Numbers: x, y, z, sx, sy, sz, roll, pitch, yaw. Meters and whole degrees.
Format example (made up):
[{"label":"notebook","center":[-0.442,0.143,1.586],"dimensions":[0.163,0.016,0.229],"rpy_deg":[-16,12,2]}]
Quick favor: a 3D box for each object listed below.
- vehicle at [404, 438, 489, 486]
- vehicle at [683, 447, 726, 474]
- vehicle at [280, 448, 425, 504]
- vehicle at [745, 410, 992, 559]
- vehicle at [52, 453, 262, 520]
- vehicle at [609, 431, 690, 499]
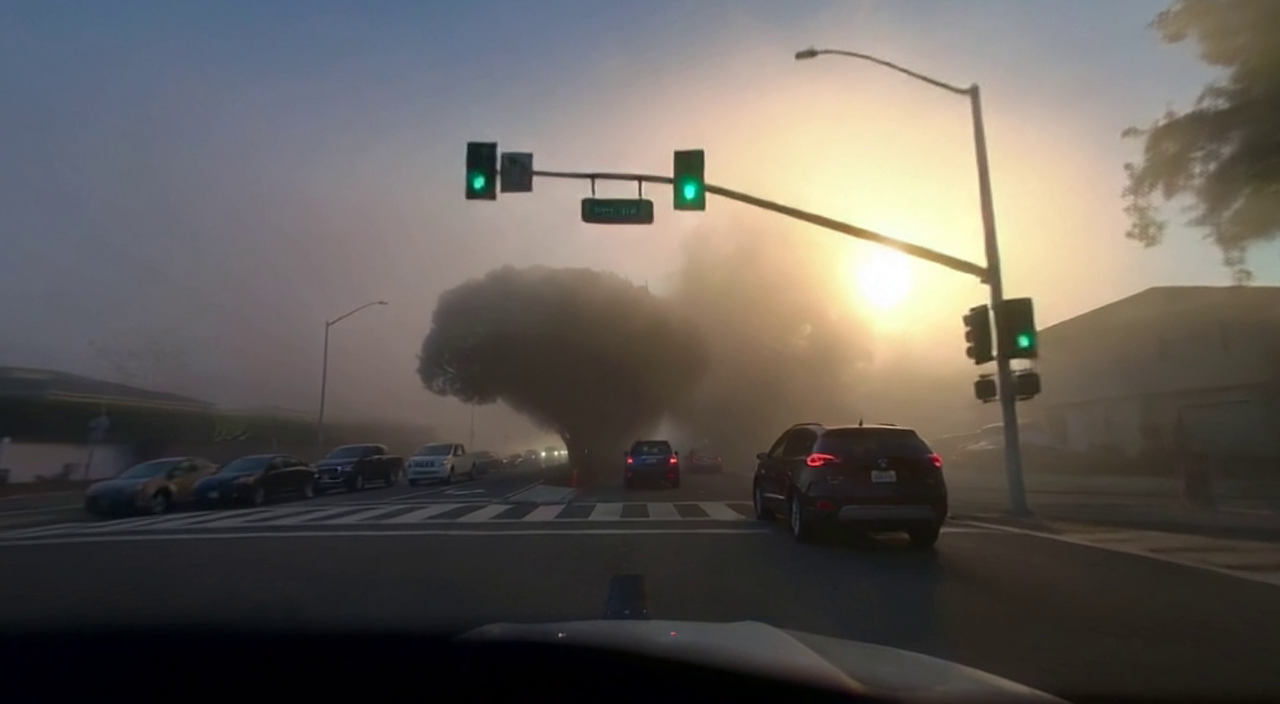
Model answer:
[{"label":"vehicle","center":[-8.487,4.839,28.153],"dimensions":[2.182,1.939,4.889],"rpy_deg":[0,-8,1]},{"label":"vehicle","center":[3.814,6.457,37.879],"dimensions":[2.096,1.489,4.757],"rpy_deg":[0,-8,0]},{"label":"vehicle","center":[-8.340,3.627,18.904],"dimensions":[2.083,1.420,4.702],"rpy_deg":[0,-8,1]},{"label":"vehicle","center":[3.175,1.944,9.969],"dimensions":[2.166,1.799,4.372],"rpy_deg":[0,-8,-1]},{"label":"vehicle","center":[-12.306,3.411,16.561],"dimensions":[1.959,1.450,4.487],"rpy_deg":[0,-8,0]},{"label":"vehicle","center":[0.275,3.401,19.435],"dimensions":[2.185,1.822,4.391],"rpy_deg":[0,-8,0]}]
